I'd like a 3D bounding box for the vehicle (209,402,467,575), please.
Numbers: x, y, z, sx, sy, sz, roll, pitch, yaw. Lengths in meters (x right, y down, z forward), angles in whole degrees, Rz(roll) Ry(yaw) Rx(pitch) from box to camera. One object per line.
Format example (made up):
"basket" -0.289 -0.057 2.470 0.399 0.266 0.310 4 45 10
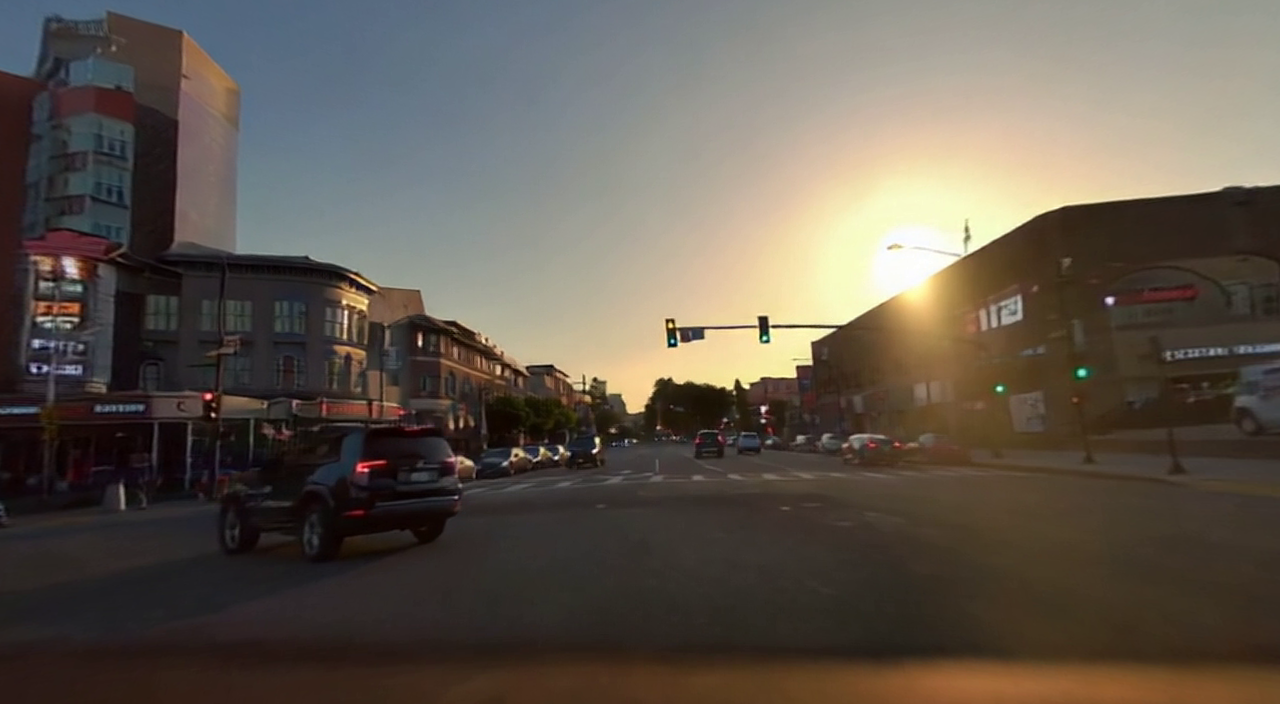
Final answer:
"vehicle" -4.671 1.847 9.371 2.157 1.863 4.665 7 -11 -41

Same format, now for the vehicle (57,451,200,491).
"vehicle" -22.473 5.256 27.841 4.511 1.670 2.082 -1 -11 3

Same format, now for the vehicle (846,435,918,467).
"vehicle" 11.570 4.755 30.508 1.863 1.426 4.494 -1 -8 2

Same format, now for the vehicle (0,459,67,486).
"vehicle" -41.124 8.010 41.998 4.099 1.674 1.908 -1 -8 3

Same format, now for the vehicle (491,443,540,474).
"vehicle" -6.907 5.909 35.326 1.760 1.491 3.722 1 -7 3

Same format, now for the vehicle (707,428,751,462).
"vehicle" 5.426 5.760 39.135 2.115 1.932 5.189 -1 -8 2

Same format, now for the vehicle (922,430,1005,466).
"vehicle" 15.546 4.670 30.625 1.746 1.446 4.475 -5 -9 2

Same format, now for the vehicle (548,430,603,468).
"vehicle" -3.685 5.722 37.299 2.428 2.035 5.636 -1 -8 3
